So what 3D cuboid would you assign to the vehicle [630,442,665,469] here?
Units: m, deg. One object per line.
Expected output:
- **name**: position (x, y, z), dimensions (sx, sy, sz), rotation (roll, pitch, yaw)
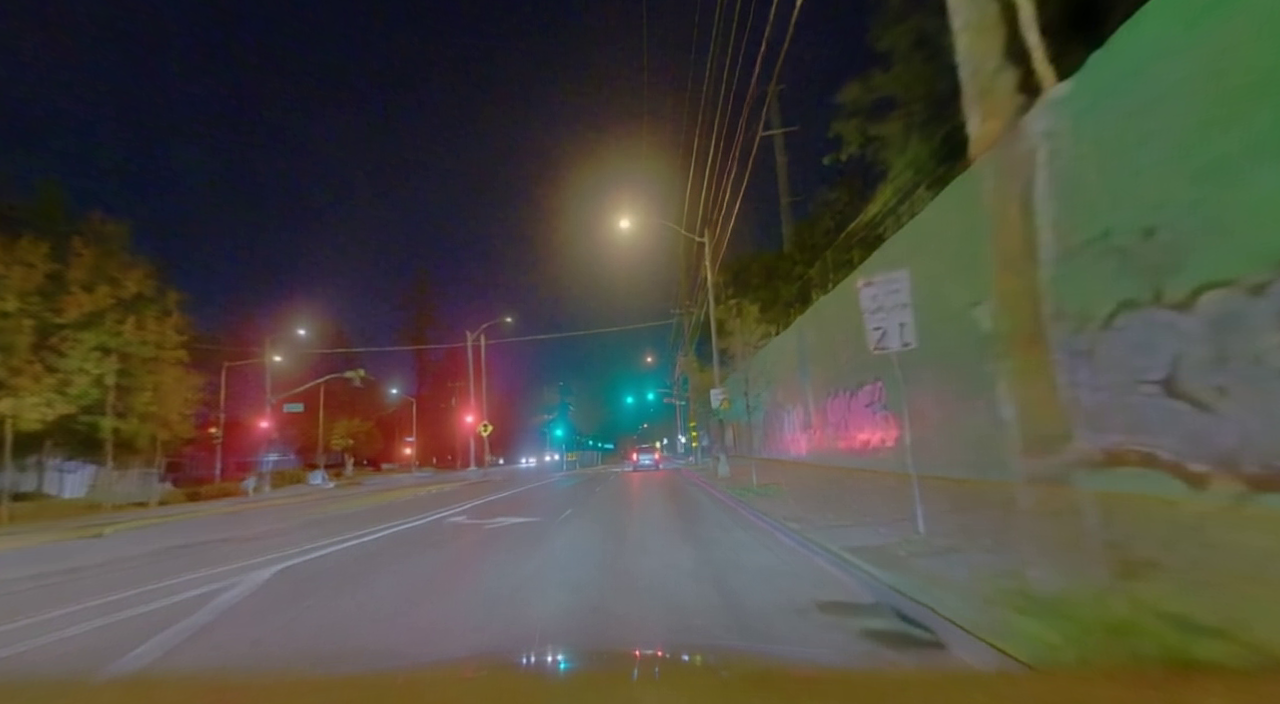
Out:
- **vehicle**: position (0.461, 6.600, 40.392), dimensions (2.105, 1.611, 3.750), rotation (0, -9, 0)
